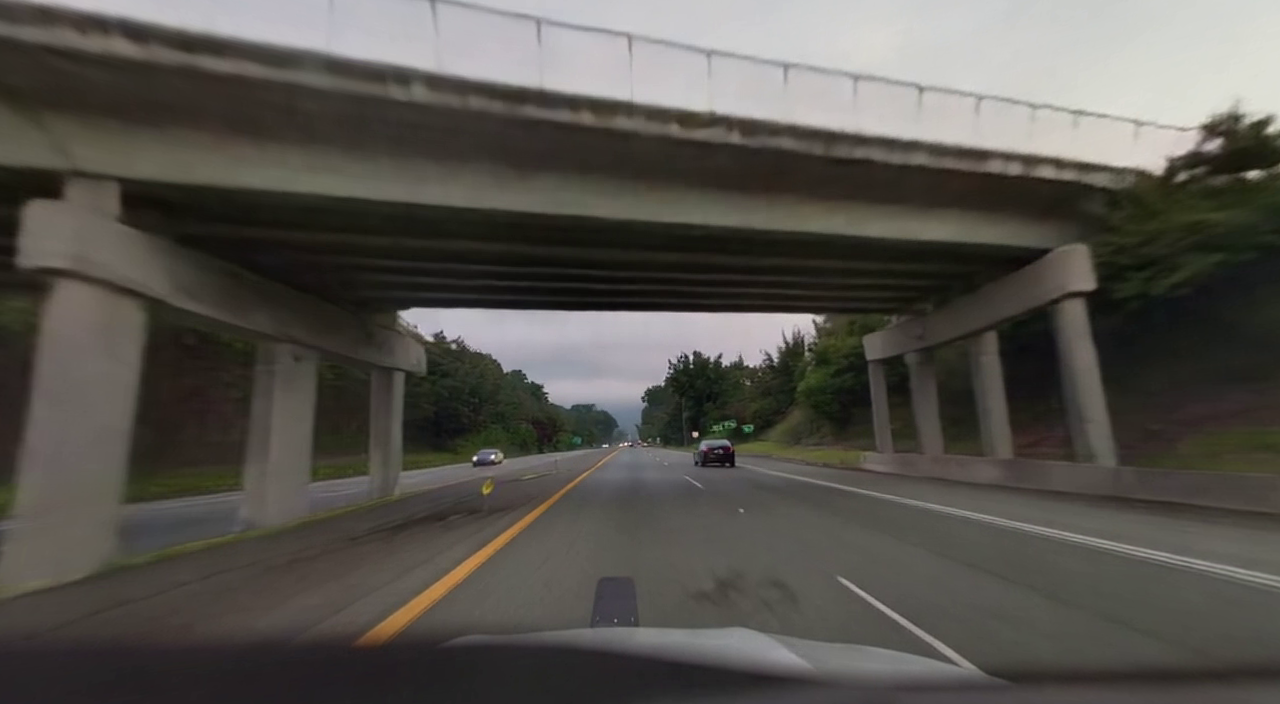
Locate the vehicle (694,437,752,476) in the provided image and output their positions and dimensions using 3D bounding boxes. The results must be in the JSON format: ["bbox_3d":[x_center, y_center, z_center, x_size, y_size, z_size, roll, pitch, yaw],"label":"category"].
[{"bbox_3d":[3.322,4.250,25.879,1.781,1.470,3.540,0,-8,-2],"label":"vehicle"}]
